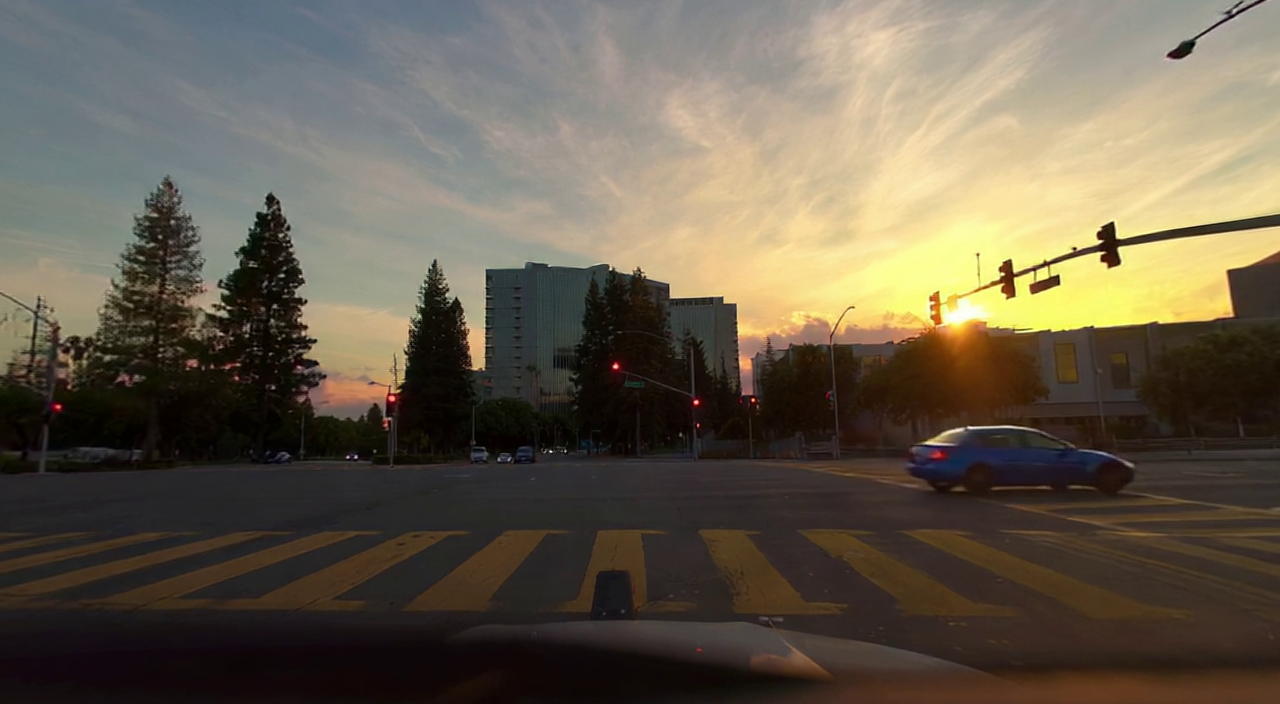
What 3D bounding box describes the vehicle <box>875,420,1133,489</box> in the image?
[{"bbox_3d":[8.142,2.326,14.449,4.736,1.445,1.933,0,-8,-3],"label":"vehicle"}]
